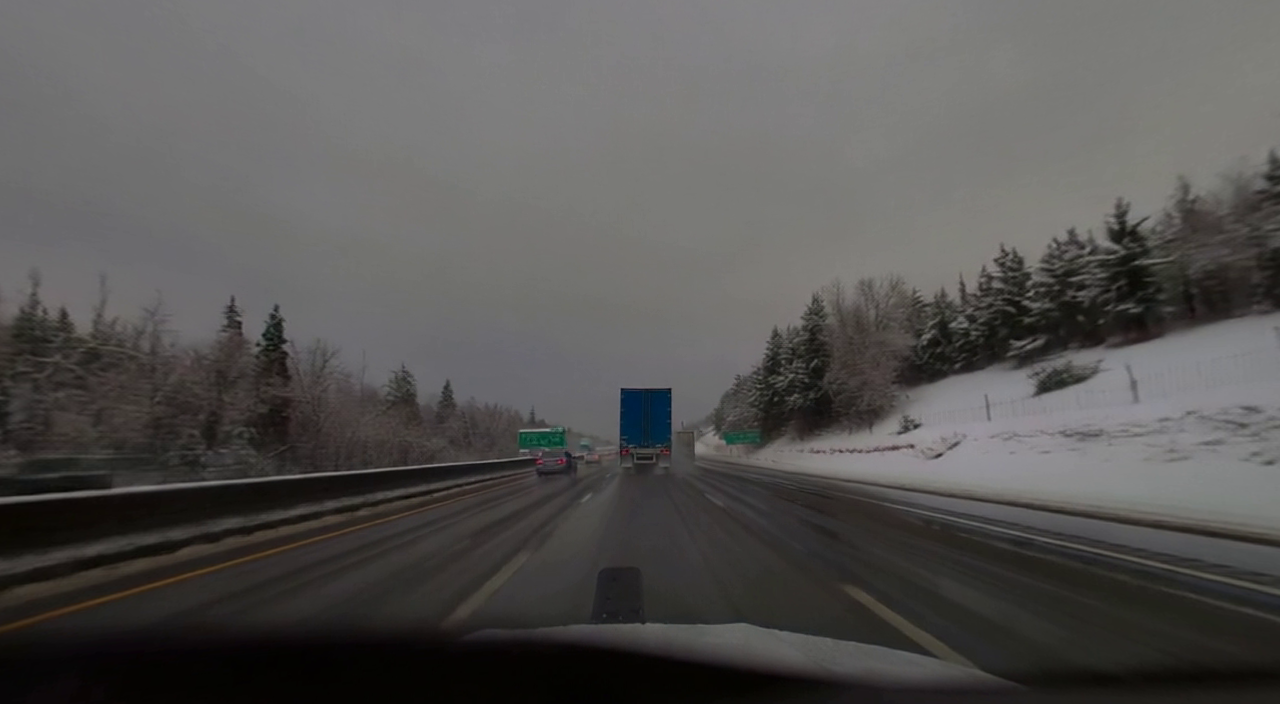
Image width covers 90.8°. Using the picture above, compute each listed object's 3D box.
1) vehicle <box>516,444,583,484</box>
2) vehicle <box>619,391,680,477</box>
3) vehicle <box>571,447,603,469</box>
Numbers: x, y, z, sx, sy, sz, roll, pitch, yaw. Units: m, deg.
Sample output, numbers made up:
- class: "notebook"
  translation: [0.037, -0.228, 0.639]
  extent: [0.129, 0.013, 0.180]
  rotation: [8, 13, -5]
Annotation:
- class: "vehicle"
  translation: [-3.663, 4.631, 26.370]
  extent: [2.053, 1.489, 4.740]
  rotation: [0, -9, 0]
- class: "vehicle"
  translation: [0.374, 4.748, 35.686]
  extent: [2.919, 4.048, 11.010]
  rotation: [0, -9, -1]
- class: "vehicle"
  translation: [-3.770, 7.638, 45.614]
  extent: [2.051, 1.537, 4.111]
  rotation: [0, -9, -1]
